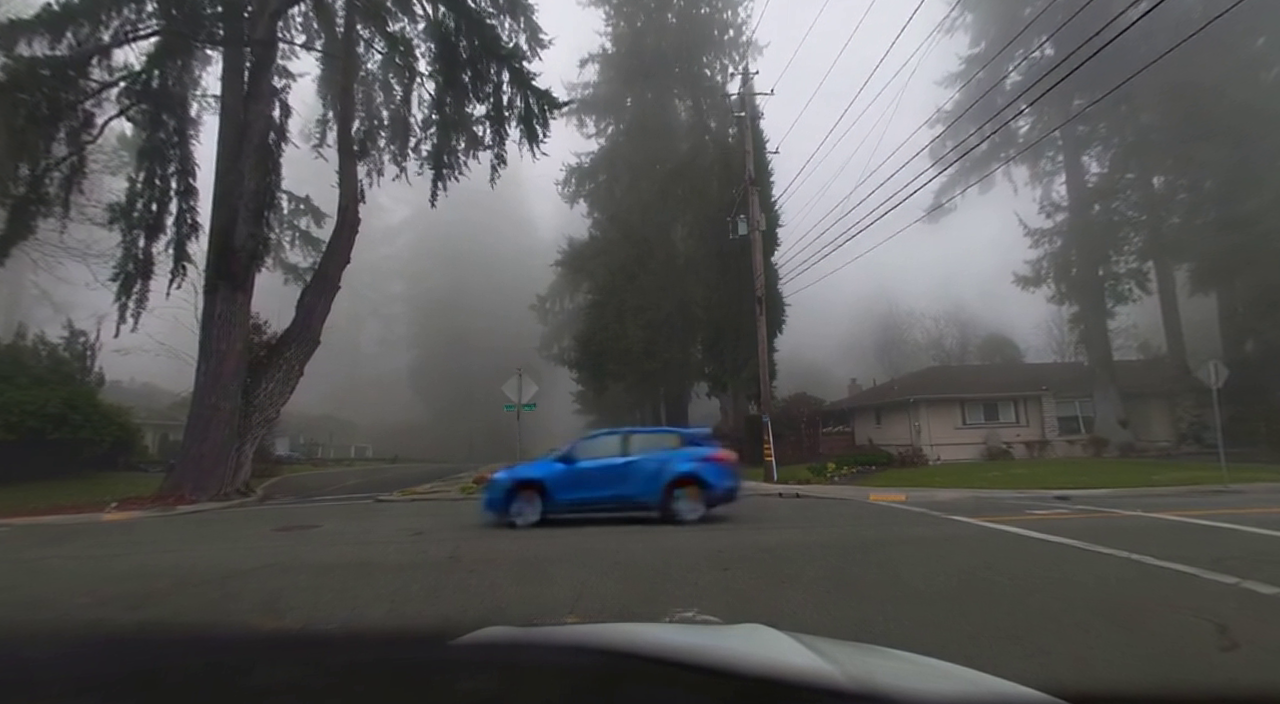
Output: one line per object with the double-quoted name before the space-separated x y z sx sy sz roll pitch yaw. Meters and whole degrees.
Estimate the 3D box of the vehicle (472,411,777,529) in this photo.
"vehicle" -0.266 2.027 11.176 4.809 1.834 2.181 0 -8 -2
